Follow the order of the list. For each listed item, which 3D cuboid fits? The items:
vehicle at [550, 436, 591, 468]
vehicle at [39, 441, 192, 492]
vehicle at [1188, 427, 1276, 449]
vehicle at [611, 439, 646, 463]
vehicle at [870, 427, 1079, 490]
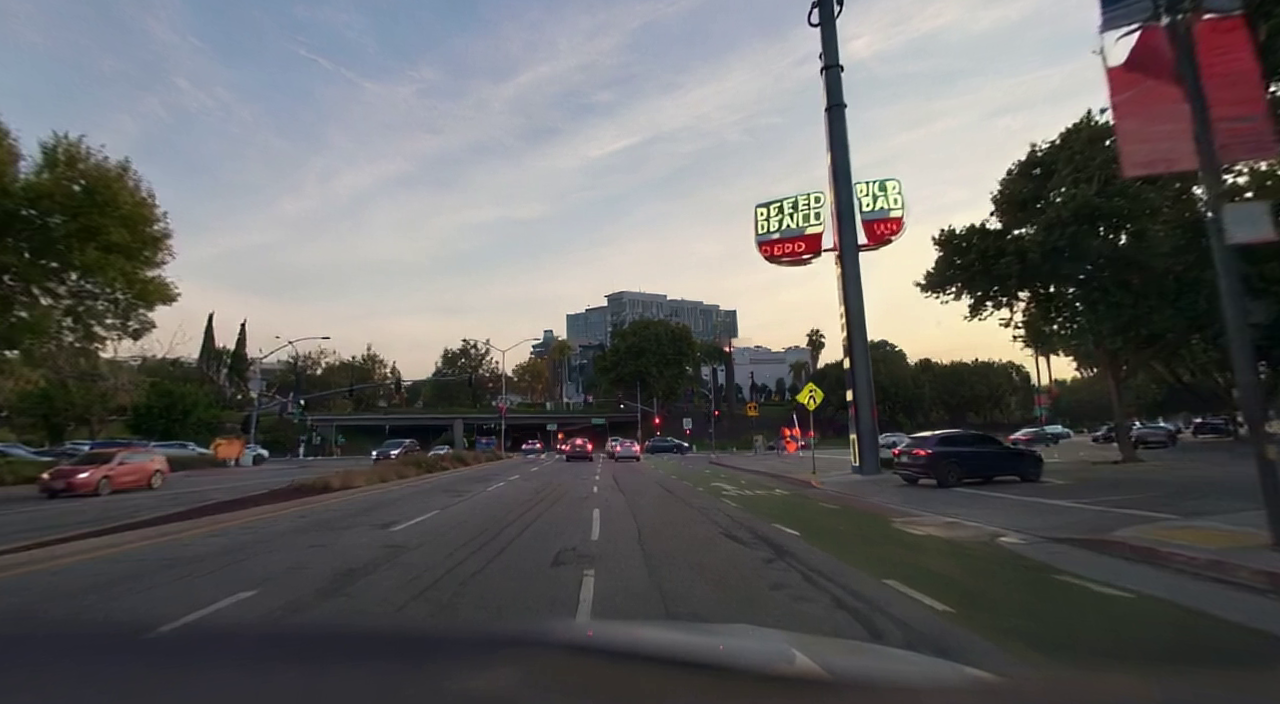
[{"bbox_3d":[-3.706,5.451,34.636,2.057,1.610,4.891,0,-8,-4],"label":"vehicle"},{"bbox_3d":[-21.111,4.594,25.811,1.984,1.855,5.137,0,-8,-2],"label":"vehicle"},{"bbox_3d":[44.076,6.438,47.092,1.689,1.495,4.418,6,-10,-35],"label":"vehicle"},{"bbox_3d":[-0.818,6.550,42.028,2.176,1.489,4.518,0,-8,-2],"label":"vehicle"},{"bbox_3d":[8.809,2.816,16.922,4.487,1.539,1.947,0,-8,-3],"label":"vehicle"}]
